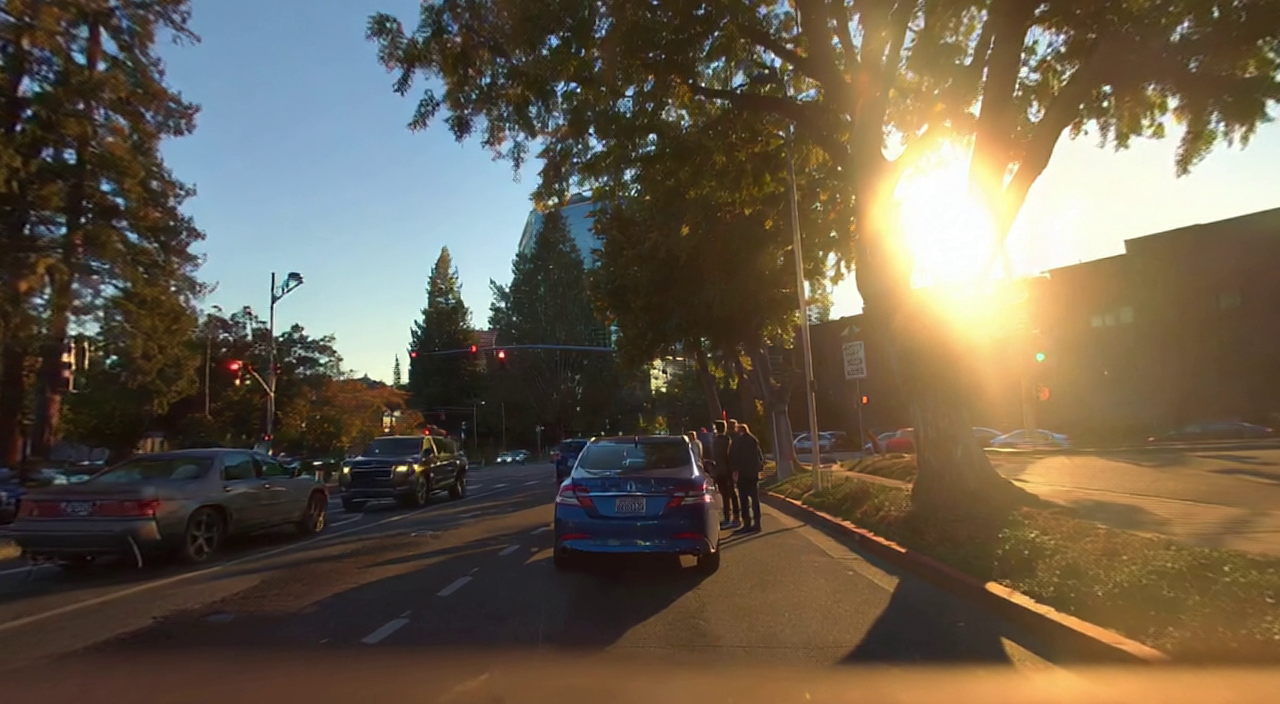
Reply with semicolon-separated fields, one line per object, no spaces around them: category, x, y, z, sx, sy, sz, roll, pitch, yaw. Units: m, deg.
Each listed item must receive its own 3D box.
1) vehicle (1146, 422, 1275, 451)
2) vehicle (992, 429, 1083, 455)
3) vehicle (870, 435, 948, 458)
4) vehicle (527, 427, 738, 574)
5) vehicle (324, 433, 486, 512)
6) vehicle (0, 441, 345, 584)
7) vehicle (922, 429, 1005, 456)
vehicle;30.527;4.591;33.804;4.739;1.472;1.804;-5;-10;29
vehicle;23.792;5.437;37.748;4.454;1.440;1.816;-5;-10;30
vehicle;17.575;6.193;41.094;4.441;1.452;1.798;-5;-10;30
vehicle;-0.051;1.862;8.673;2.182;1.501;4.150;0;-9;1
vehicle;-6.164;3.227;17.383;2.230;1.811;5.183;-1;-9;3
vehicle;-6.342;2.068;9.024;1.948;1.530;4.283;0;-9;3
vehicle;21.968;6.188;42.711;4.814;1.700;1.895;-5;-10;30
